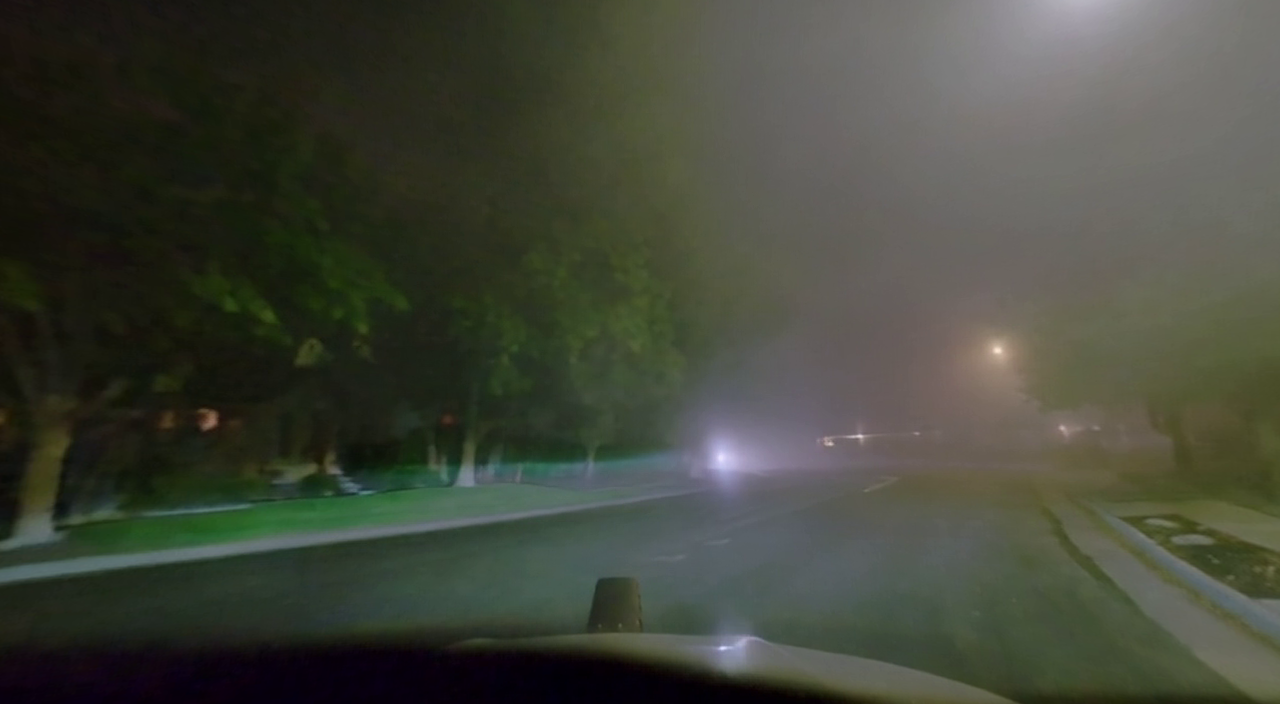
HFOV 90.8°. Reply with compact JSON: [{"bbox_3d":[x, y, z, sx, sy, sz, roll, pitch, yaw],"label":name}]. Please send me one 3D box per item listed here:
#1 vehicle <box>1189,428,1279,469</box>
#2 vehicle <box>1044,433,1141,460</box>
[{"bbox_3d":[27.137,4.158,27.521,4.327,1.573,1.967,-9,-13,28],"label":"vehicle"},{"bbox_3d":[30.273,6.352,42.384,4.799,1.451,2.144,-4,-8,-2],"label":"vehicle"}]
